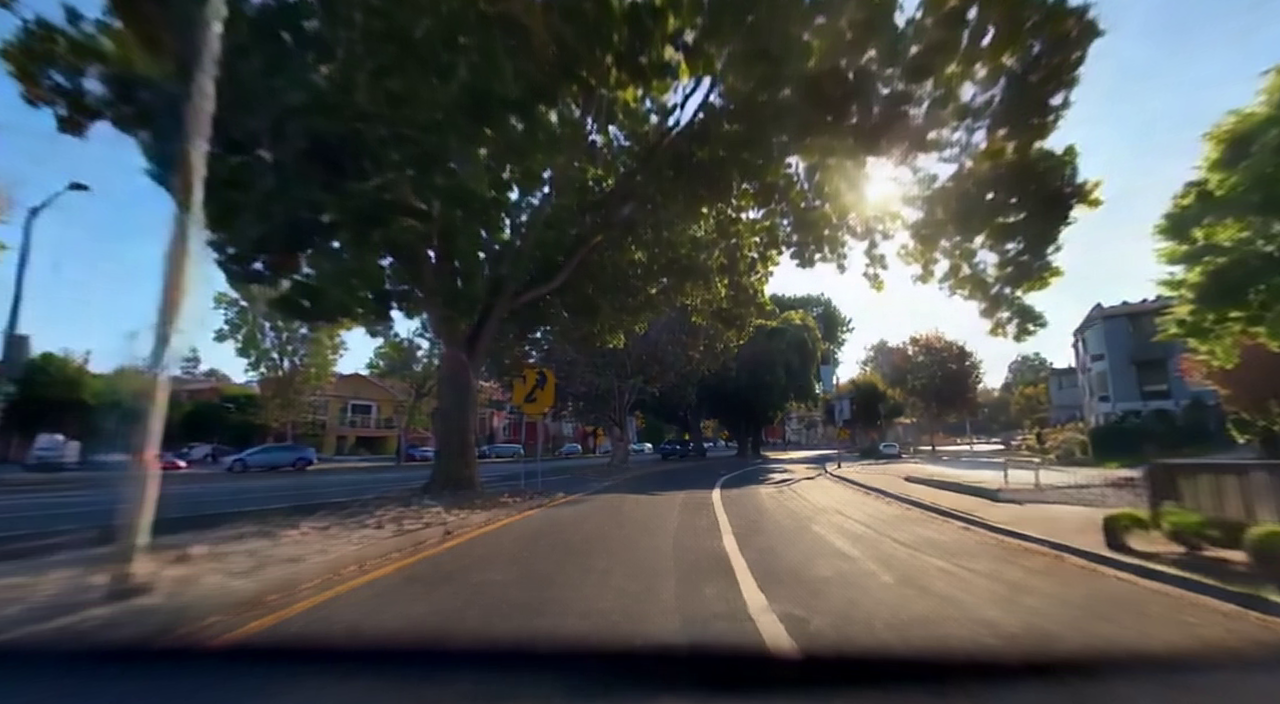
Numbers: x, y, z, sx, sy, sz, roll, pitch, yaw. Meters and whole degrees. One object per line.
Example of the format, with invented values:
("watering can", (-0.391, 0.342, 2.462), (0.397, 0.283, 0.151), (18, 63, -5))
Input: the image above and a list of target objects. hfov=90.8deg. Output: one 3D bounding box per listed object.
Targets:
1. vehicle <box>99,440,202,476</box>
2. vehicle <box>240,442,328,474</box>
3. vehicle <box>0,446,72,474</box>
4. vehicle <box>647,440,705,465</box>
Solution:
("vehicle", (-29.831, 6.548, 38.678), (1.944, 1.714, 4.408), (-8, -16, 22))
("vehicle", (-18.240, 5.418, 32.516), (1.753, 1.553, 3.575), (-3, -9, 20))
("vehicle", (-36.652, 6.476, 38.027), (4.207, 1.612, 1.951), (-4, -9, 24))
("vehicle", (2.428, 6.571, 41.374), (2.081, 1.489, 4.863), (-4, -10, 26))
